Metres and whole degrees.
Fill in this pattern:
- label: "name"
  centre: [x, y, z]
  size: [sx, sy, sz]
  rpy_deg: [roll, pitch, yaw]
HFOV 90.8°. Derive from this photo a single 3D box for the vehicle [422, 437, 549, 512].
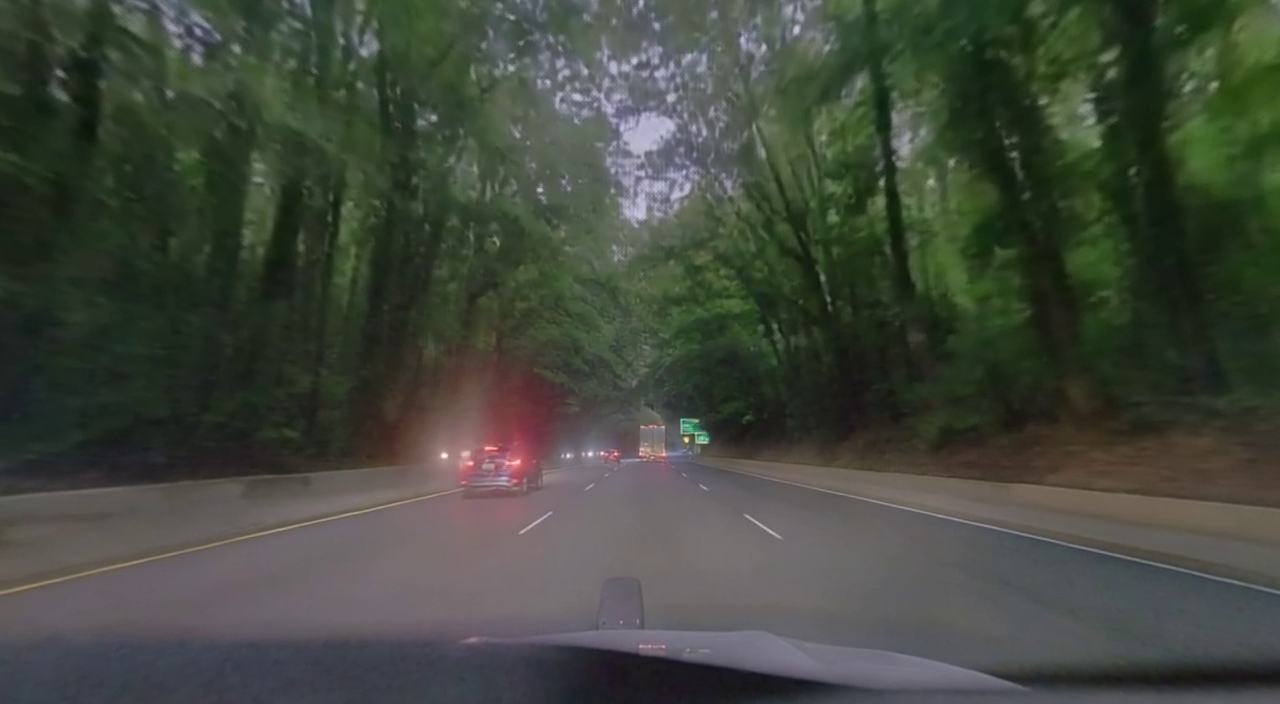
- label: "vehicle"
  centre: [-3.684, 3.005, 15.925]
  size: [2.057, 1.618, 4.212]
  rpy_deg: [0, -9, 1]
